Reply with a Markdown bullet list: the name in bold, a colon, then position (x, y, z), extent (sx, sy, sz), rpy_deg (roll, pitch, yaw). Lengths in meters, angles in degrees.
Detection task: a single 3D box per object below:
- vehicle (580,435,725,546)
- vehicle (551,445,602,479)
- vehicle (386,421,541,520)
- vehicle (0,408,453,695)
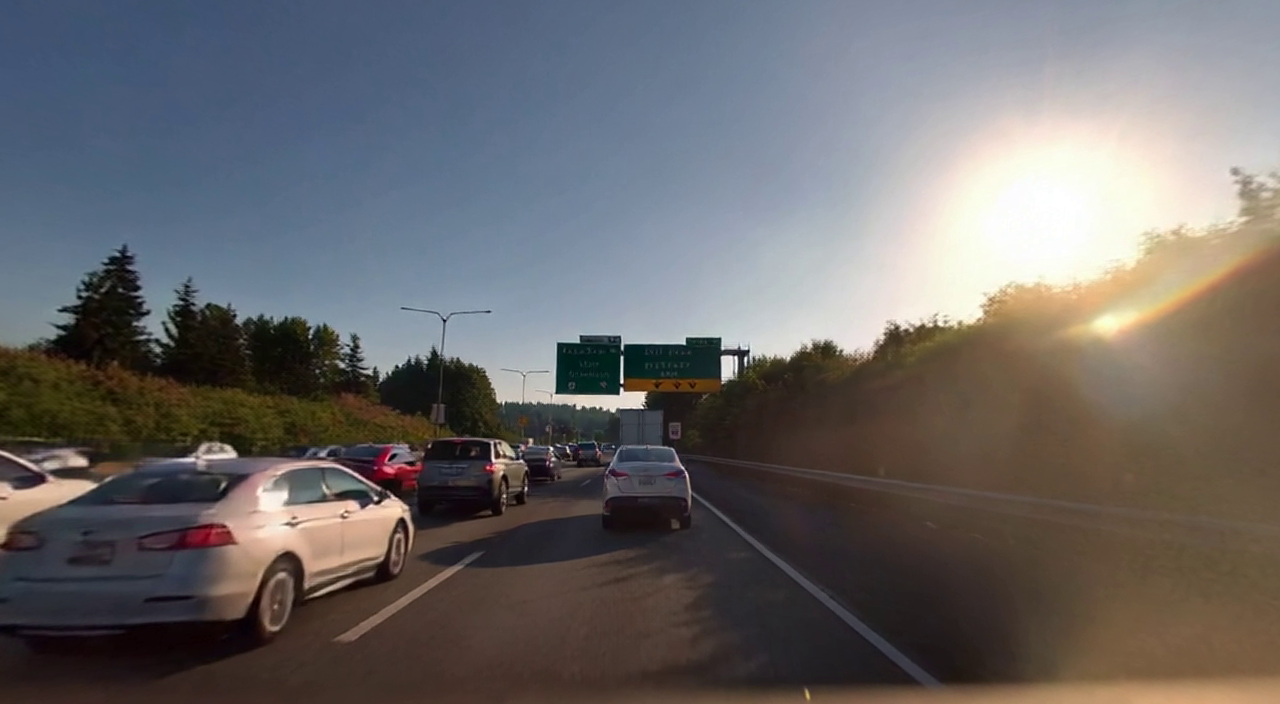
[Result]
- **vehicle**: position (0.161, 2.179, 10.426), extent (1.995, 1.495, 3.380), rpy_deg (0, -9, 0)
- **vehicle**: position (-2.880, 5.124, 29.509), extent (1.998, 1.466, 3.684), rpy_deg (0, -9, 0)
- **vehicle**: position (-3.675, 2.591, 14.193), extent (2.051, 1.829, 4.736), rpy_deg (0, -9, 1)
- **vehicle**: position (-3.342, 1.389, 5.552), extent (1.980, 1.491, 4.340), rpy_deg (0, -9, 1)
